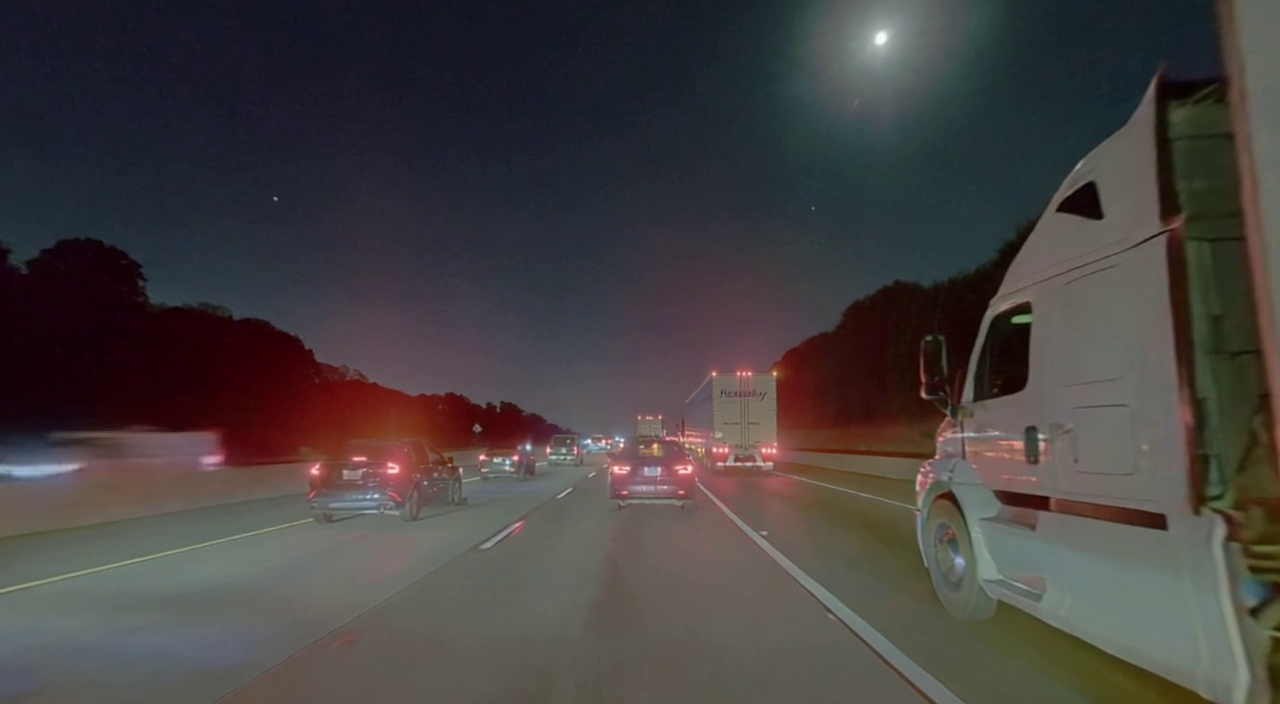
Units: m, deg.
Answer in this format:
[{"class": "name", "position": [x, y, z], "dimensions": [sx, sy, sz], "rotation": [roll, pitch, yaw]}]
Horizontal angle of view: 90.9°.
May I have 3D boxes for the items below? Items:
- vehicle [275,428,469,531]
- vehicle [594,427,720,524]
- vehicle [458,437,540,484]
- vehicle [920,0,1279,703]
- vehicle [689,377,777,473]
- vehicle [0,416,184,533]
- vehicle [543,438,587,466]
[{"class": "vehicle", "position": [-4.514, 2.158, 11.317], "dimensions": [1.821, 1.514, 3.677], "rotation": [0, -8, 0]}, {"class": "vehicle", "position": [0.275, 2.191, 11.729], "dimensions": [1.973, 1.505, 3.568], "rotation": [0, -8, 0]}, {"class": "vehicle", "position": [-4.833, 3.743, 22.190], "dimensions": [1.880, 1.458, 3.978], "rotation": [0, -8, 1]}, {"class": "vehicle", "position": [3.997, -0.145, 2.425], "dimensions": [2.982, 3.860, 6.011], "rotation": [0, -8, 0]}, {"class": "vehicle", "position": [4.531, 4.069, 34.237], "dimensions": [2.892, 4.101, 14.252], "rotation": [0, -8, 1]}, {"class": "vehicle", "position": [-11.719, 2.299, 12.339], "dimensions": [2.004, 1.941, 4.674], "rotation": [0, -8, 1]}, {"class": "vehicle", "position": [-4.317, 5.800, 36.837], "dimensions": [1.887, 1.493, 4.411], "rotation": [0, -8, 2]}]
